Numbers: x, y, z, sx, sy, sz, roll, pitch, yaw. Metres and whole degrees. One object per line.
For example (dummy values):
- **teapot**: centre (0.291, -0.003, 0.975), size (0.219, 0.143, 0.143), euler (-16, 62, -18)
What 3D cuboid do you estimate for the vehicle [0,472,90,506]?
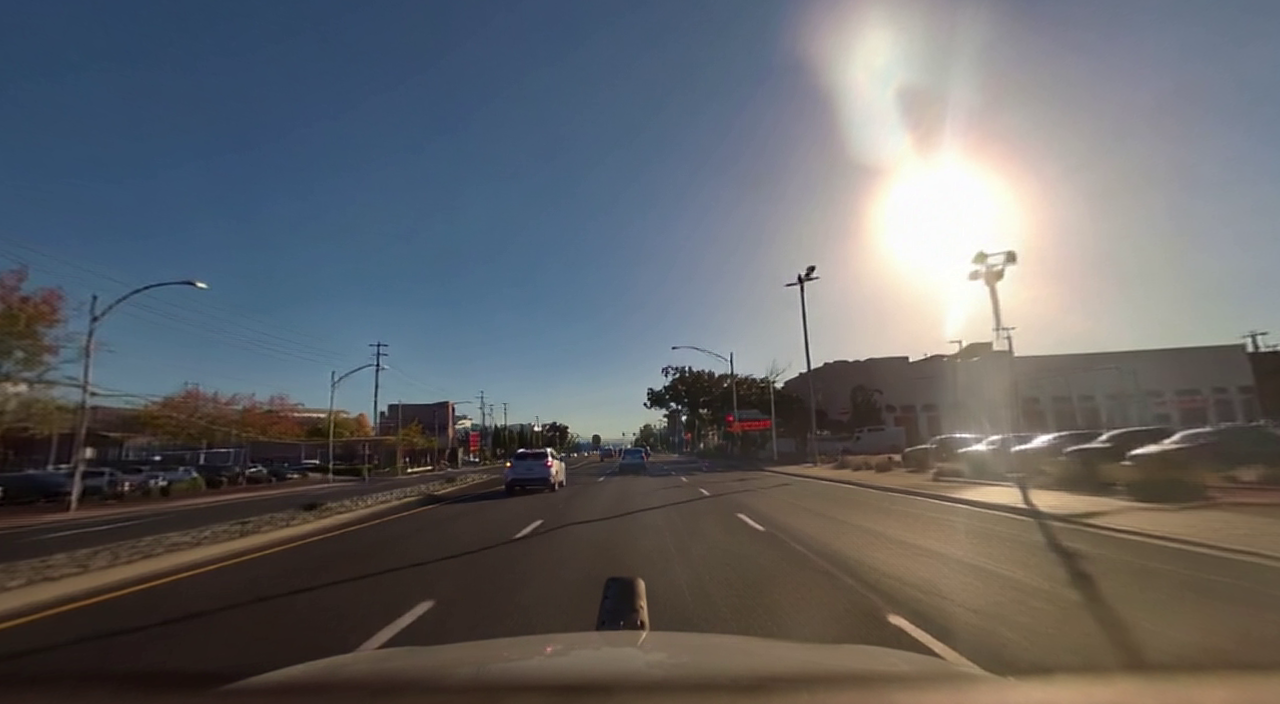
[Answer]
- **vehicle**: centre (-30.561, 6.765, 31.232), size (4.598, 1.511, 2.041), euler (-1, -9, 1)

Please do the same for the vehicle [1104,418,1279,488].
- **vehicle**: centre (14.080, 2.358, 14.822), size (4.630, 1.497, 2.016), euler (-1, -9, 1)

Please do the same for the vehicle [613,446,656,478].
- **vehicle**: centre (-0.273, 5.457, 31.385), size (2.019, 1.459, 4.005), euler (0, -9, -1)

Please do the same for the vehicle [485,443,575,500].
- **vehicle**: centre (-3.205, 3.573, 19.221), size (1.939, 1.496, 4.309), euler (0, -9, 0)
